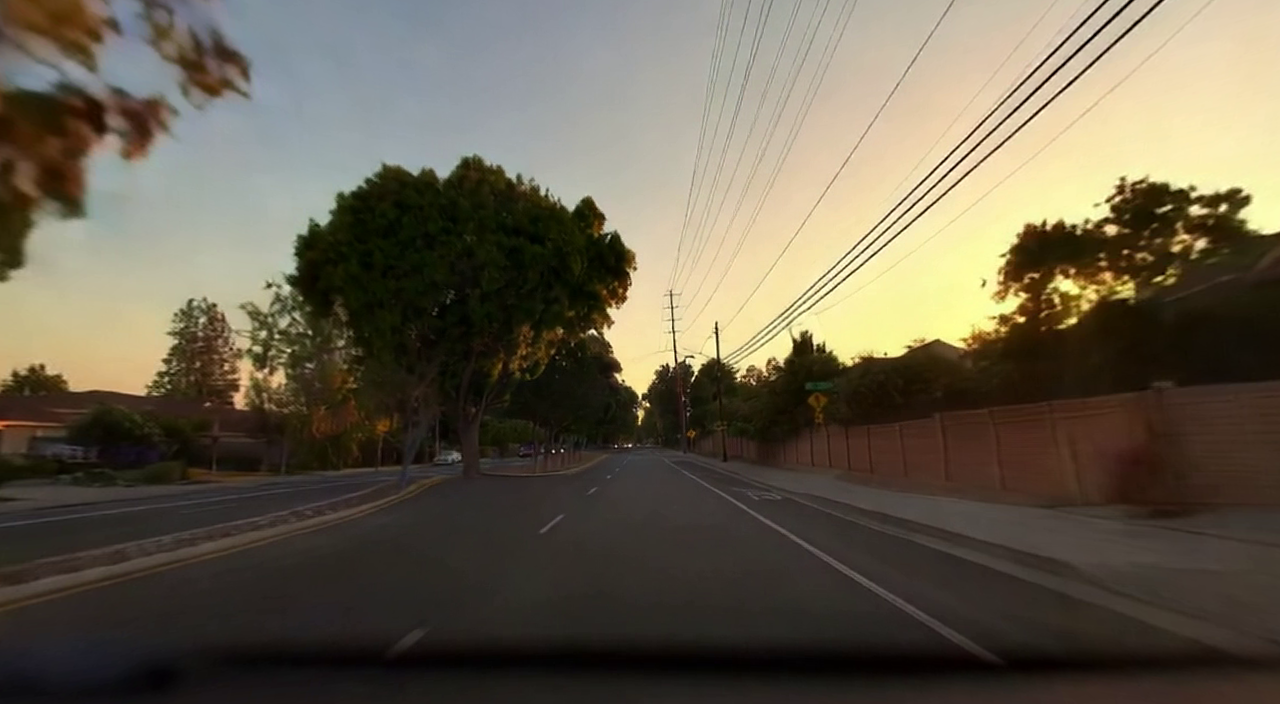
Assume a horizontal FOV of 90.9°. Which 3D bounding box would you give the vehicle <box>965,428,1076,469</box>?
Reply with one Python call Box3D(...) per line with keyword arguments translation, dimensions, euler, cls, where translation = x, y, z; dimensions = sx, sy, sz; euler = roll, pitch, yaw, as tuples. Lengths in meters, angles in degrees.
Box3D(translation=(18.543, 4.689, 30.822), dimensions=(4.229, 1.911, 2.134), euler=(2, -8, -13), cls="vehicle")
